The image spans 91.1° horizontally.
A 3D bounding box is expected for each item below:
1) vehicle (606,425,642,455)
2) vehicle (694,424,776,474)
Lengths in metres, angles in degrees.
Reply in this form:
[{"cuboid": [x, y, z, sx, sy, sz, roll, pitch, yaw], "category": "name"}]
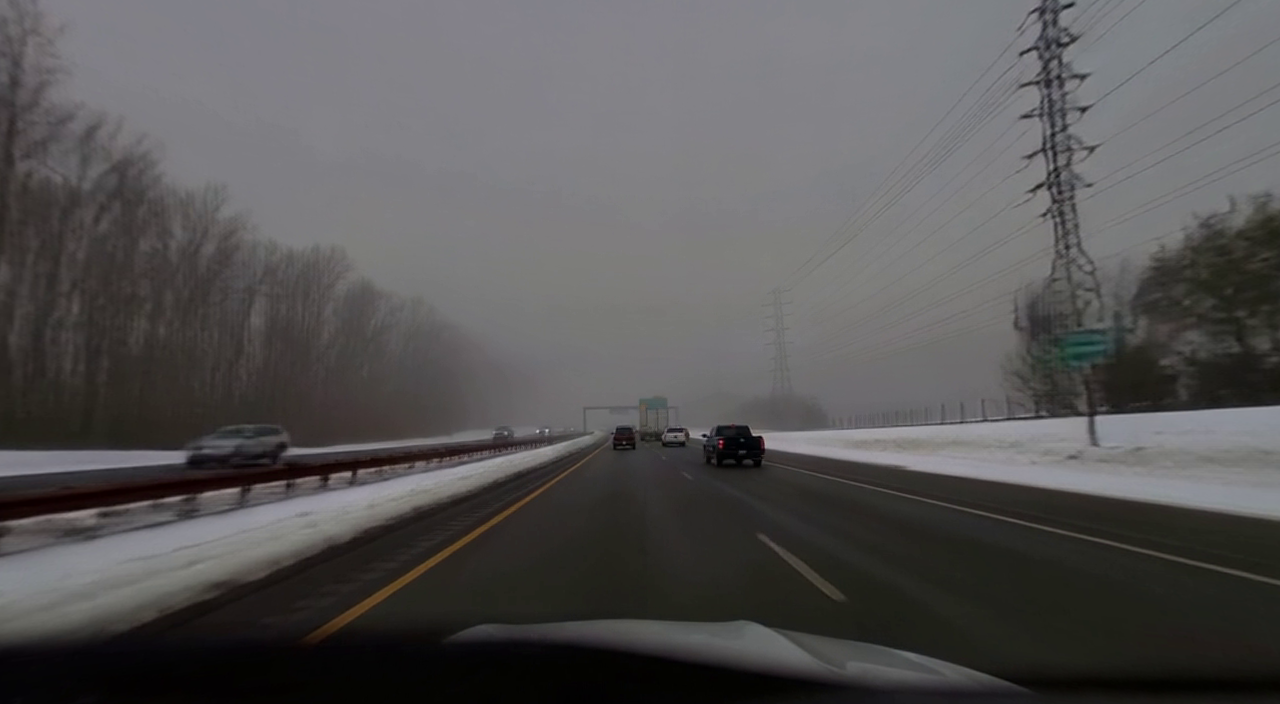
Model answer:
[{"cuboid": [-0.921, 5.146, 36.858, 2.019, 1.642, 3.790, 0, -8, -1], "category": "vehicle"}, {"cuboid": [3.156, 3.318, 21.754, 2.062, 1.581, 3.914, 0, -8, -2], "category": "vehicle"}]
